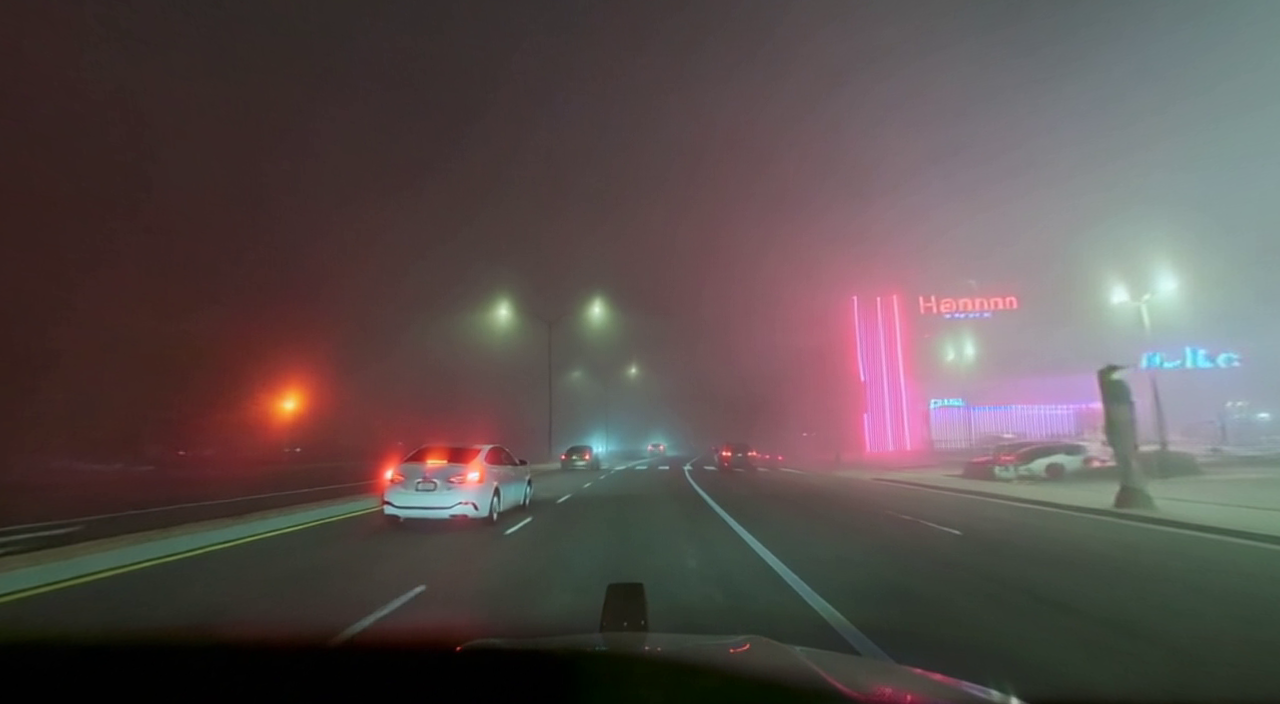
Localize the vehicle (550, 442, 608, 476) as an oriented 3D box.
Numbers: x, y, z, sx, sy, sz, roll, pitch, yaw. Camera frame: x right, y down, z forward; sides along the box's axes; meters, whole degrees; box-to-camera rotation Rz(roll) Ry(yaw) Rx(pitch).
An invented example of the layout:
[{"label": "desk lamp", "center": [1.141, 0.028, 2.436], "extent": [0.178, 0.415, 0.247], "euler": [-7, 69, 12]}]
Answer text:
[{"label": "vehicle", "center": [-2.722, 4.897, 29.105], "extent": [1.980, 1.454, 4.226], "euler": [-1, -8, 3]}]

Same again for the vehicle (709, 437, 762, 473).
[{"label": "vehicle", "center": [4.758, 5.191, 32.049], "extent": [2.103, 1.699, 4.171], "euler": [0, -8, 1]}]

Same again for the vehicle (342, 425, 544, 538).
[{"label": "vehicle", "center": [-3.134, 2.166, 11.202], "extent": [2.118, 1.568, 4.436], "euler": [0, -8, 1]}]

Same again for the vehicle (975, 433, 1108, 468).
[{"label": "vehicle", "center": [18.357, 4.523, 28.986], "extent": [4.583, 1.491, 2.192], "euler": [0, -8, -1]}]

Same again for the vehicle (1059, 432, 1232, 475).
[{"label": "vehicle", "center": [18.519, 3.736, 23.279], "extent": [4.502, 1.454, 2.129], "euler": [0, -8, 1]}]
